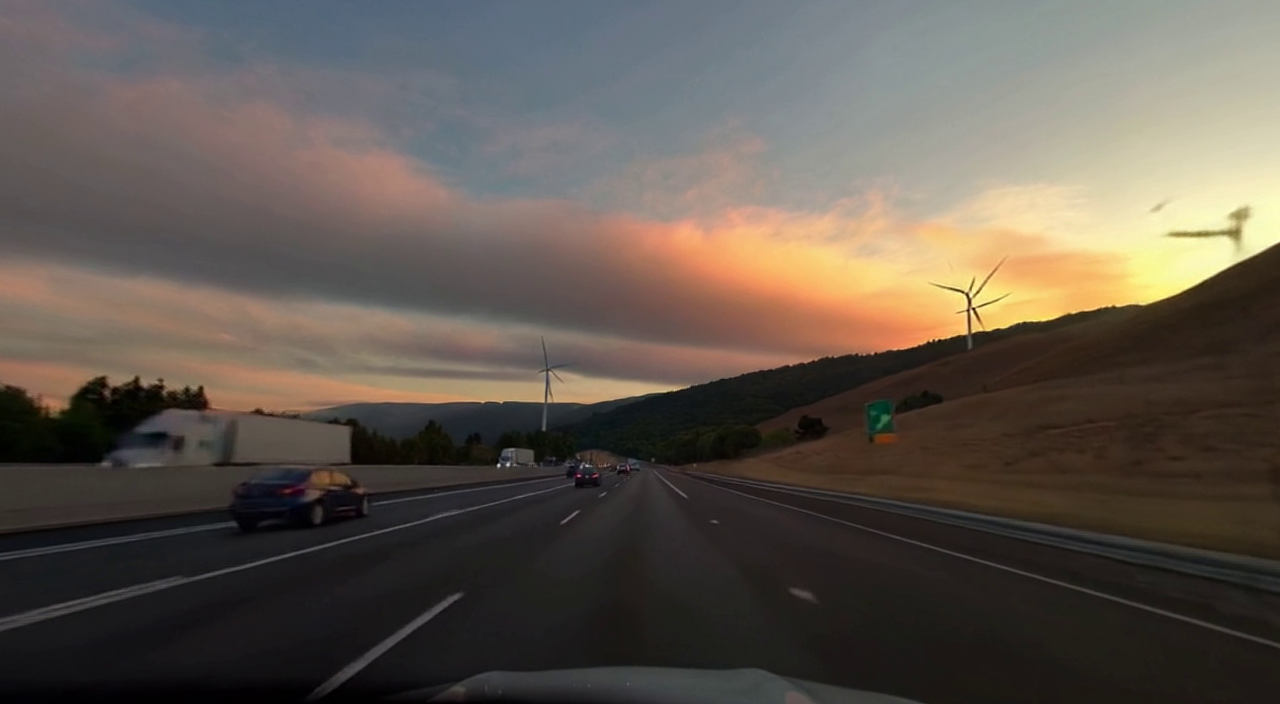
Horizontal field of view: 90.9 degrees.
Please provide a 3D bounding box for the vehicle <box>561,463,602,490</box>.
[{"bbox_3d":[-3.583,7.766,39.436,2.039,1.505,4.843,1,-10,0],"label":"vehicle"}]

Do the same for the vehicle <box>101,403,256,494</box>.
[{"bbox_3d":[-23.044,4.966,31.994,3.006,4.079,5.925,1,-10,1],"label":"vehicle"}]

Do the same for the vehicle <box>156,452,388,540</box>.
[{"bbox_3d":[-7.235,2.898,13.155,1.956,1.451,4.674,1,-10,1],"label":"vehicle"}]
